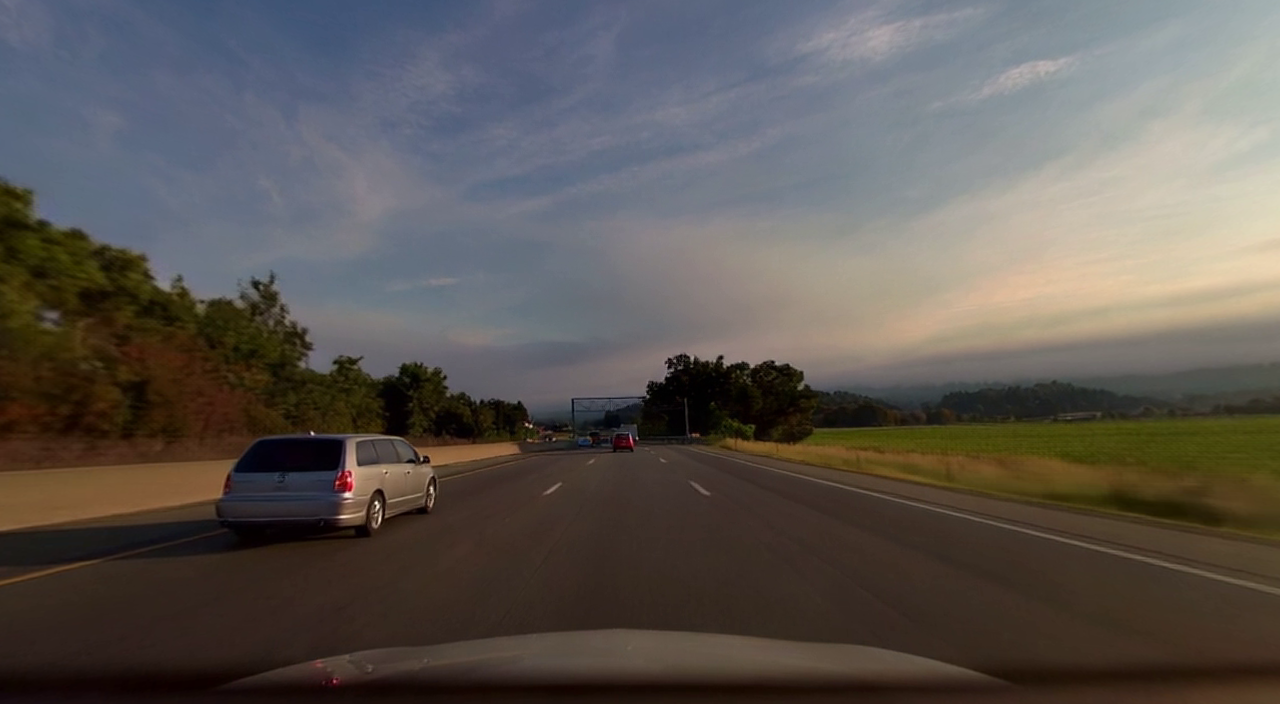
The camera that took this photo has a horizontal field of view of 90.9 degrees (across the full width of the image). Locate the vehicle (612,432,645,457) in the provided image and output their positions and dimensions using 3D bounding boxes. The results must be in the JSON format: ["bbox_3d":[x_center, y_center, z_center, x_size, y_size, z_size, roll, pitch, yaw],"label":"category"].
[{"bbox_3d":[-0.787,6.349,43.456,2.162,1.616,4.242,0,-8,0],"label":"vehicle"}]

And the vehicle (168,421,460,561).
[{"bbox_3d":[-4.089,1.767,8.858,1.931,1.483,4.105,0,-8,-1],"label":"vehicle"}]
